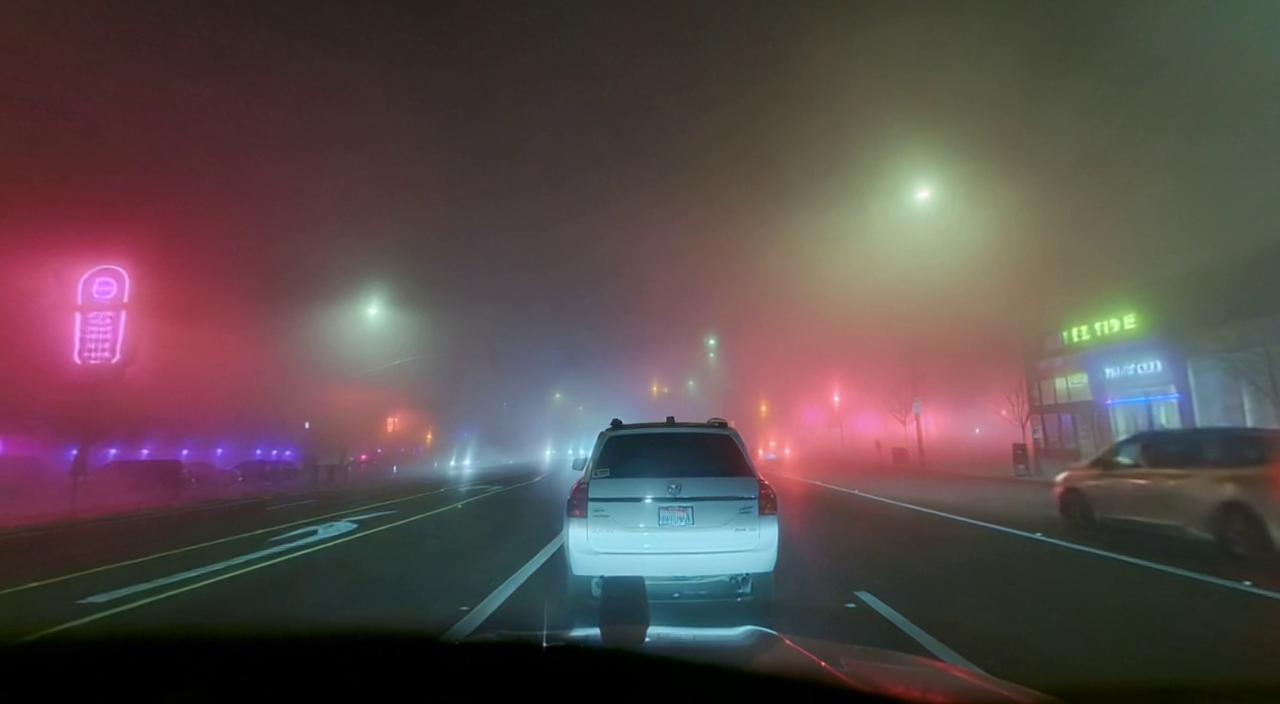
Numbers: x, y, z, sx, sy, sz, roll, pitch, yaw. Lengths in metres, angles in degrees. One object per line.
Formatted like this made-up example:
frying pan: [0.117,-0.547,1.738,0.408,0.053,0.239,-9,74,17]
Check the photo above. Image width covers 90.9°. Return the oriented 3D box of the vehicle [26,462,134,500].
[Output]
vehicle: [-28.649,6.619,32.443,2.018,1.716,4.042,-1,-10,-5]

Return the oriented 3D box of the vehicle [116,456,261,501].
vehicle: [-19.373,5.386,27.244,1.981,1.659,4.608,-7,-10,37]

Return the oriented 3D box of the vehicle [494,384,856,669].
vehicle: [0.205,1.312,5.737,2.125,1.669,3.880,0,-8,0]

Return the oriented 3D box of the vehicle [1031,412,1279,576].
vehicle: [6.899,1.548,7.435,1.900,1.507,4.151,0,-8,0]
